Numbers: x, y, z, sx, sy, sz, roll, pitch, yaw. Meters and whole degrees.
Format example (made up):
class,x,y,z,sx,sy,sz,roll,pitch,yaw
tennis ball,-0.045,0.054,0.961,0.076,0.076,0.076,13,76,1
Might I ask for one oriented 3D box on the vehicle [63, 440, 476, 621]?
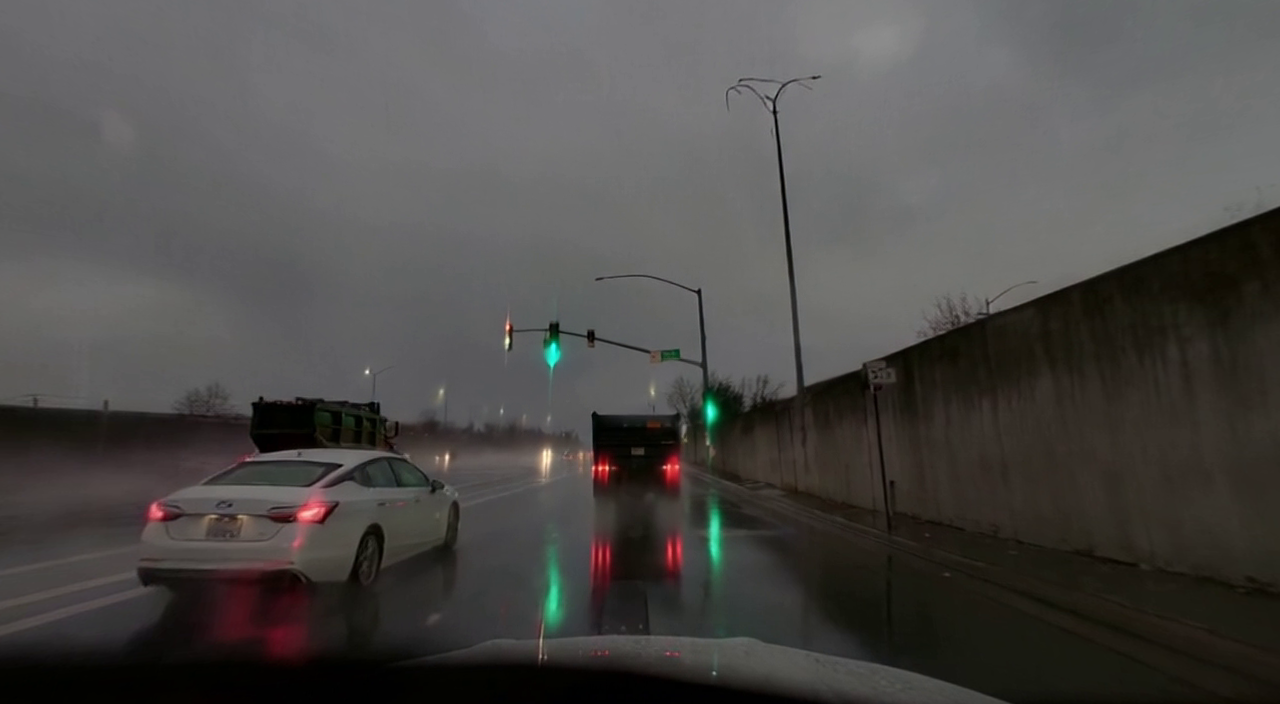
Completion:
class,x,y,z,sx,sy,sz,roll,pitch,yaw
vehicle,-3.748,1.863,7.788,2.019,1.480,4.966,0,-9,1

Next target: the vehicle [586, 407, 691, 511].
class,x,y,z,sx,sy,sz,roll,pitch,yaw
vehicle,-0.035,2.798,16.878,2.355,2.305,5.336,0,-9,0
